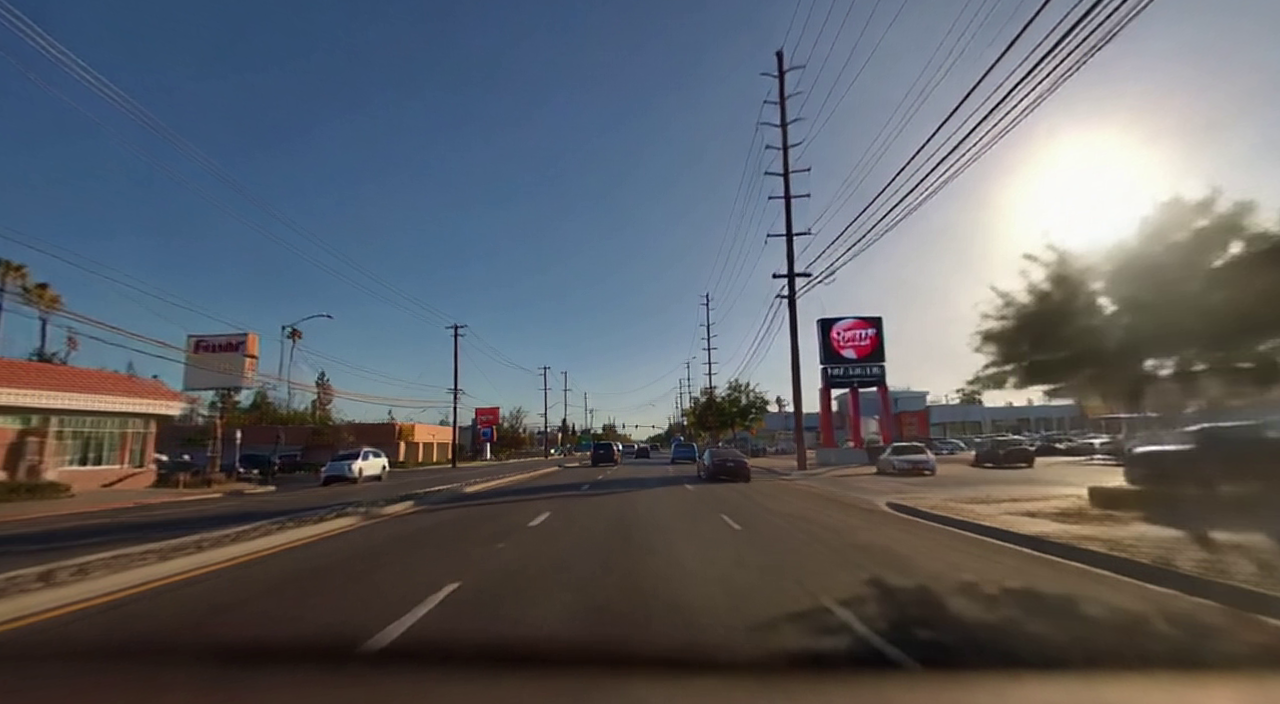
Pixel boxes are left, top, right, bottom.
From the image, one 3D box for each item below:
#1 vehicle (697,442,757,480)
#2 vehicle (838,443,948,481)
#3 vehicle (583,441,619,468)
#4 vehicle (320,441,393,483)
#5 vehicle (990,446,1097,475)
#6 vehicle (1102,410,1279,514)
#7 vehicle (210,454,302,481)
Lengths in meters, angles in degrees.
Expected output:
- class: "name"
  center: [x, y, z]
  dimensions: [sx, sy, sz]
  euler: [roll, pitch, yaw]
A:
- class: "vehicle"
  center: [3.666, 4.665, 27.304]
  dimensions: [1.978, 1.455, 4.195]
  euler: [1, -9, -1]
- class: "vehicle"
  center: [11.409, 4.952, 28.594]
  dimensions: [4.144, 1.540, 1.913]
  euler: [0, -7, -6]
- class: "vehicle"
  center: [-2.578, 6.855, 42.293]
  dimensions: [2.047, 1.664, 4.148]
  euler: [-1, -9, 2]
- class: "vehicle"
  center: [-14.459, 5.584, 31.933]
  dimensions: [2.358, 1.904, 5.603]
  euler: [5, -11, -33]
- class: "vehicle"
  center: [21.459, 5.725, 33.546]
  dimensions: [4.779, 1.429, 1.844]
  euler: [1, -9, -12]
- class: "vehicle"
  center: [12.329, 2.118, 12.391]
  dimensions: [4.832, 1.813, 2.170]
  euler: [0, -9, -4]
- class: "vehicle"
  center: [-24.501, 7.338, 40.273]
  dimensions: [4.739, 1.607, 2.045]
  euler: [-2, -9, 11]
